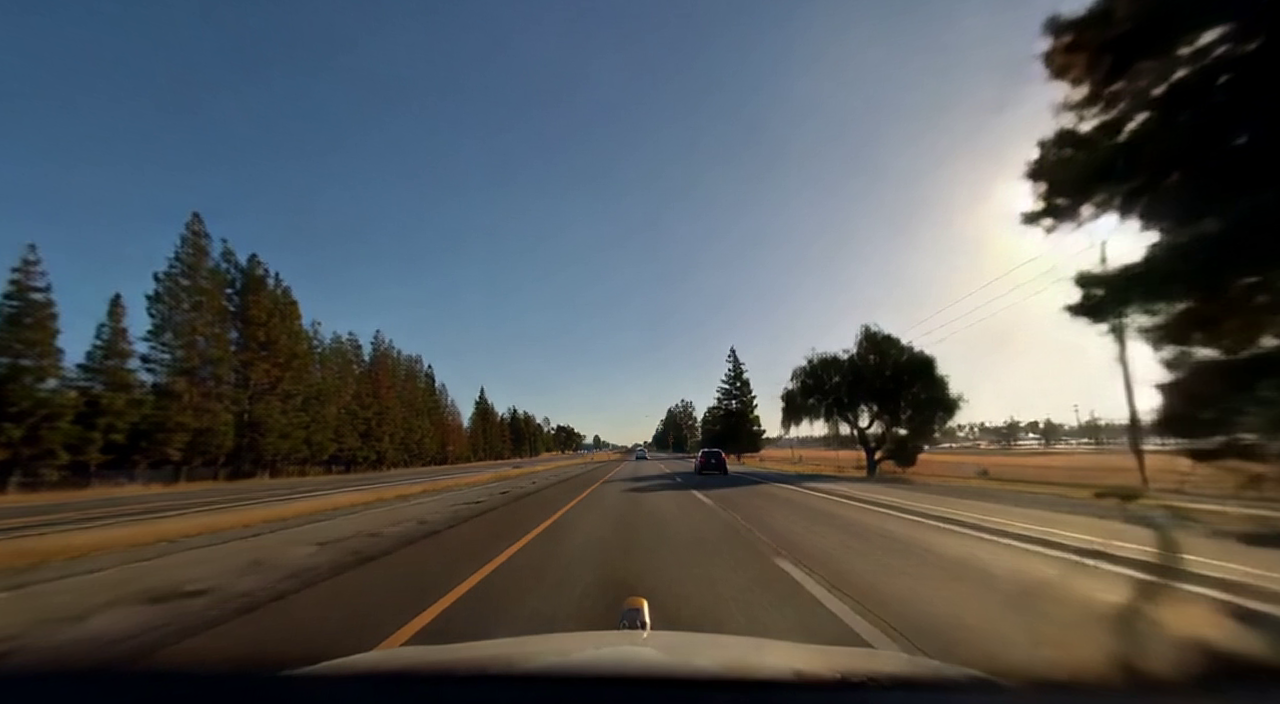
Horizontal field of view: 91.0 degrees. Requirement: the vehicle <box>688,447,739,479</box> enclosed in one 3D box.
[{"bbox_3d":[3.732,5.741,32.735,2.115,1.522,4.330,0,-9,0],"label":"vehicle"}]
